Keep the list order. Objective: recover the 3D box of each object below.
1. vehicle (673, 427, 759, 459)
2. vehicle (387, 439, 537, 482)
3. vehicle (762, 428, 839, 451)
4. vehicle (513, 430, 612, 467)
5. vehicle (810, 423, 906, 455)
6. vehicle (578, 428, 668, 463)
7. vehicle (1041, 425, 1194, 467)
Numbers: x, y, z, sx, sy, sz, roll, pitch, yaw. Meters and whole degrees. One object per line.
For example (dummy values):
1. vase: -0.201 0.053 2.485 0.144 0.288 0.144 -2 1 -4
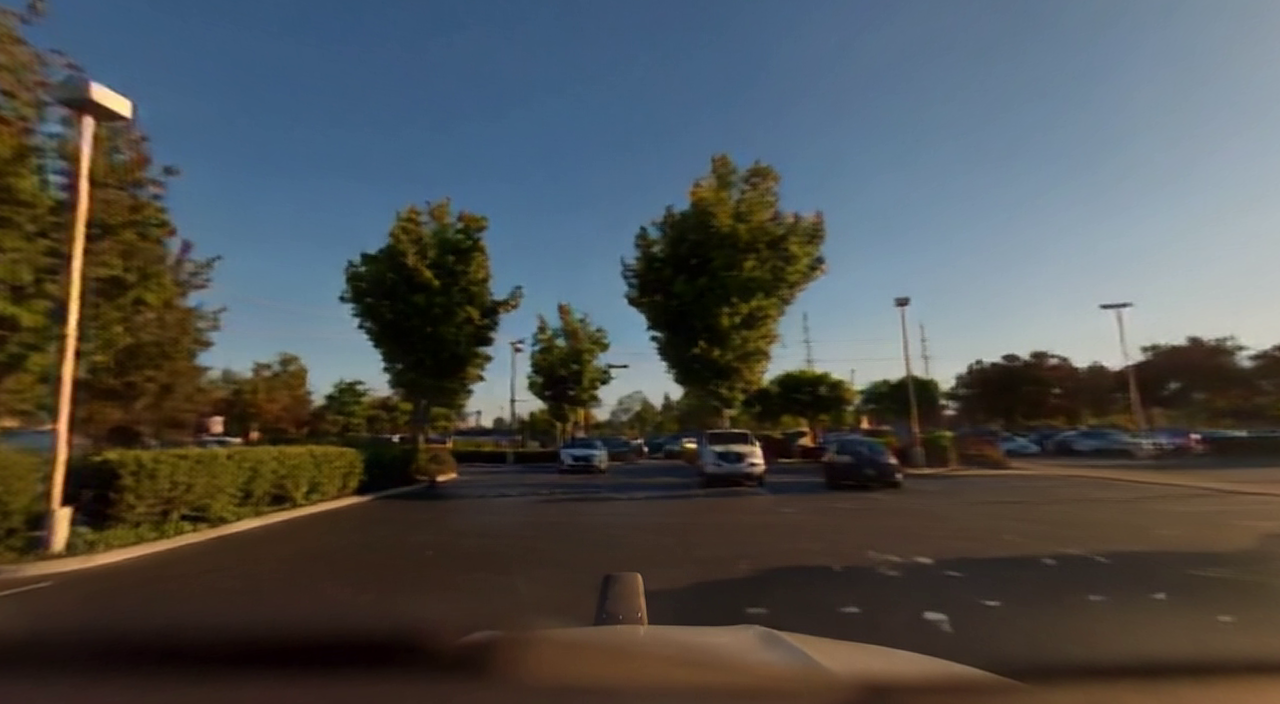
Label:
1. vehicle: 4.251 5.218 36.019 4.666 1.634 1.816 1 -11 -1
2. vehicle: -6.306 3.881 22.790 4.772 1.441 1.976 0 -7 1
3. vehicle: 10.700 5.821 42.230 4.601 1.484 1.839 1 -8 -6
4. vehicle: -3.399 4.288 28.260 4.030 1.556 2.057 -1 -8 5
5. vehicle: 12.360 4.926 35.995 4.660 1.687 1.981 -1 -7 -3
6. vehicle: -0.924 5.283 35.891 4.939 1.664 2.055 -1 -3 0
7. vehicle: 17.335 3.403 23.079 4.106 1.449 1.760 0 -7 0
